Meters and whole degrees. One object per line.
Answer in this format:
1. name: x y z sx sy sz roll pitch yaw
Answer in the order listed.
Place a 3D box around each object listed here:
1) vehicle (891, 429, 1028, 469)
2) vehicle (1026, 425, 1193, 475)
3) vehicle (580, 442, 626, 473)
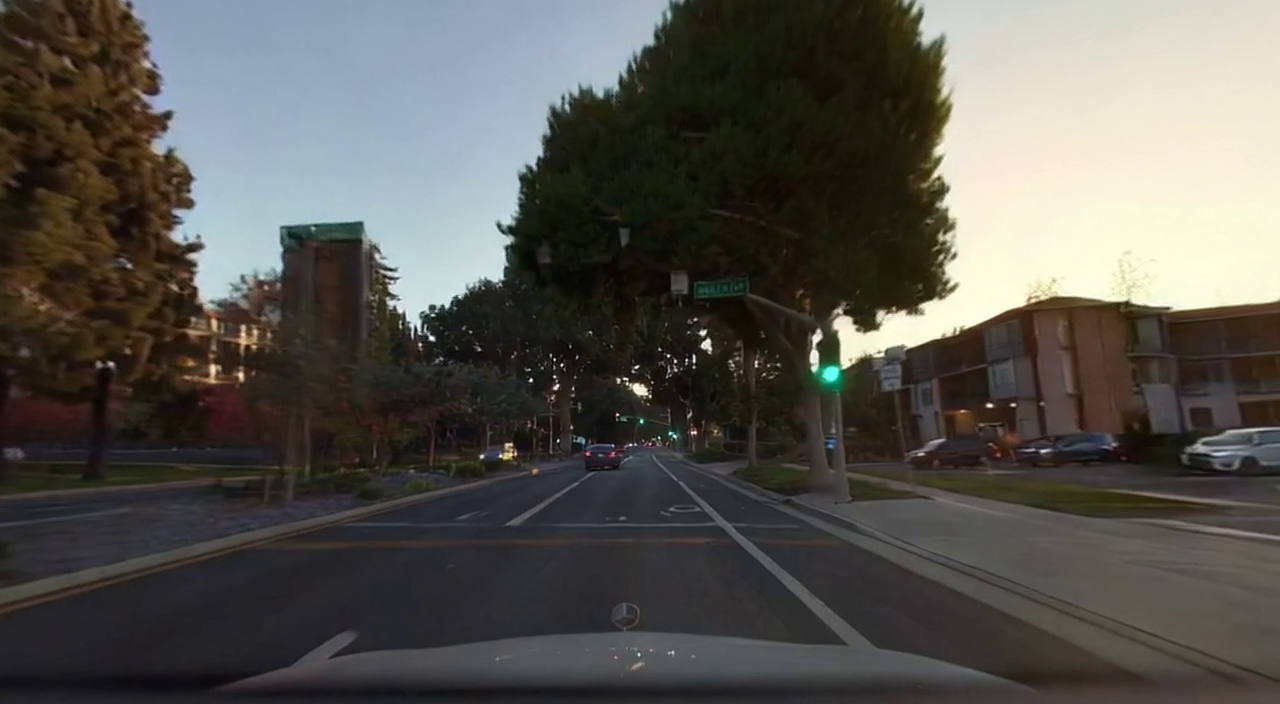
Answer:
1. vehicle: 15.464 4.706 30.701 5.604 1.833 2.128 1 -9 -8
2. vehicle: 16.756 3.496 22.690 4.564 1.663 2.033 1 -9 -8
3. vehicle: -1.855 5.510 33.307 2.011 1.498 4.914 0 -9 2
